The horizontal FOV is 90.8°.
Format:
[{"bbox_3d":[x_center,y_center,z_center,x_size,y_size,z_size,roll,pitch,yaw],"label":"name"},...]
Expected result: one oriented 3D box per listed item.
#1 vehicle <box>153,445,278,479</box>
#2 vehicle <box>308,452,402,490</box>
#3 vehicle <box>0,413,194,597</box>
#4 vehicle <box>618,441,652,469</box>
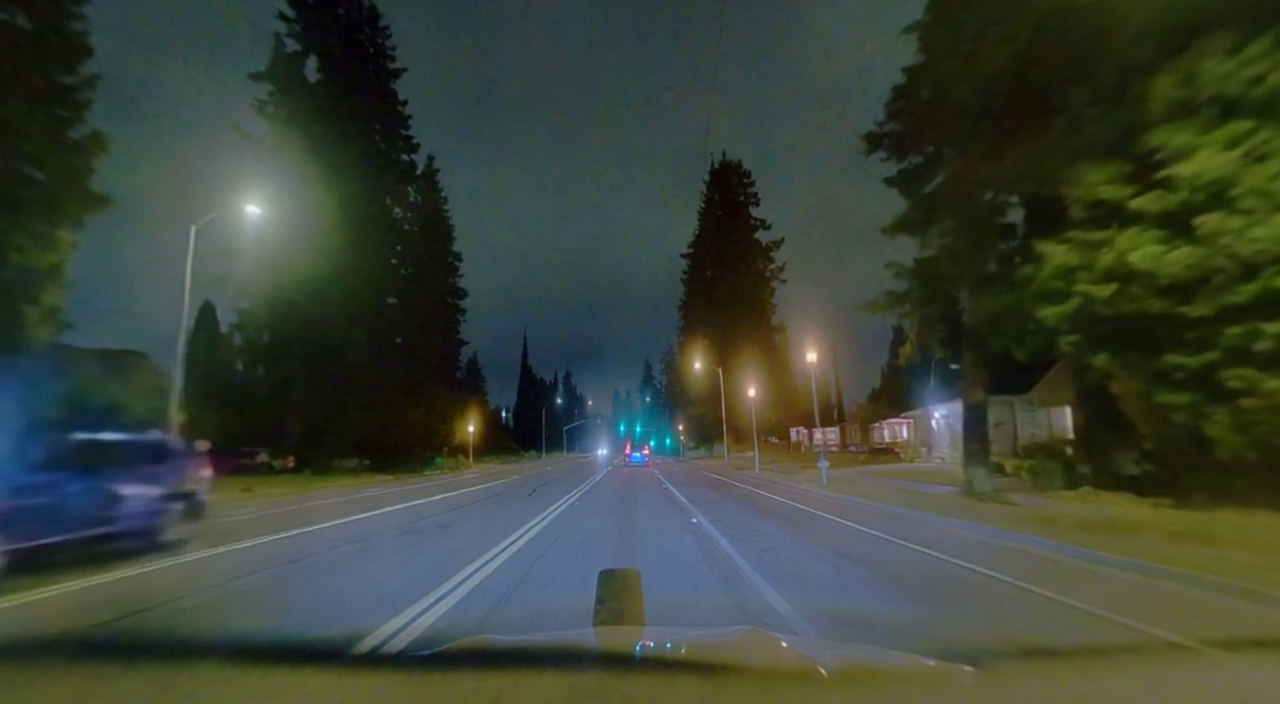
[{"bbox_3d":[-21.106,5.474,31.542,4.773,1.625,1.933,0,-8,-2],"label":"vehicle"},{"bbox_3d":[-12.424,5.207,27.918,2.090,1.478,4.376,0,-8,1],"label":"vehicle"},{"bbox_3d":[-7.069,1.494,6.310,2.065,1.719,4.265,0,-8,0],"label":"vehicle"},{"bbox_3d":[-0.310,7.063,43.603,2.230,1.827,4.298,0,-8,0],"label":"vehicle"}]
